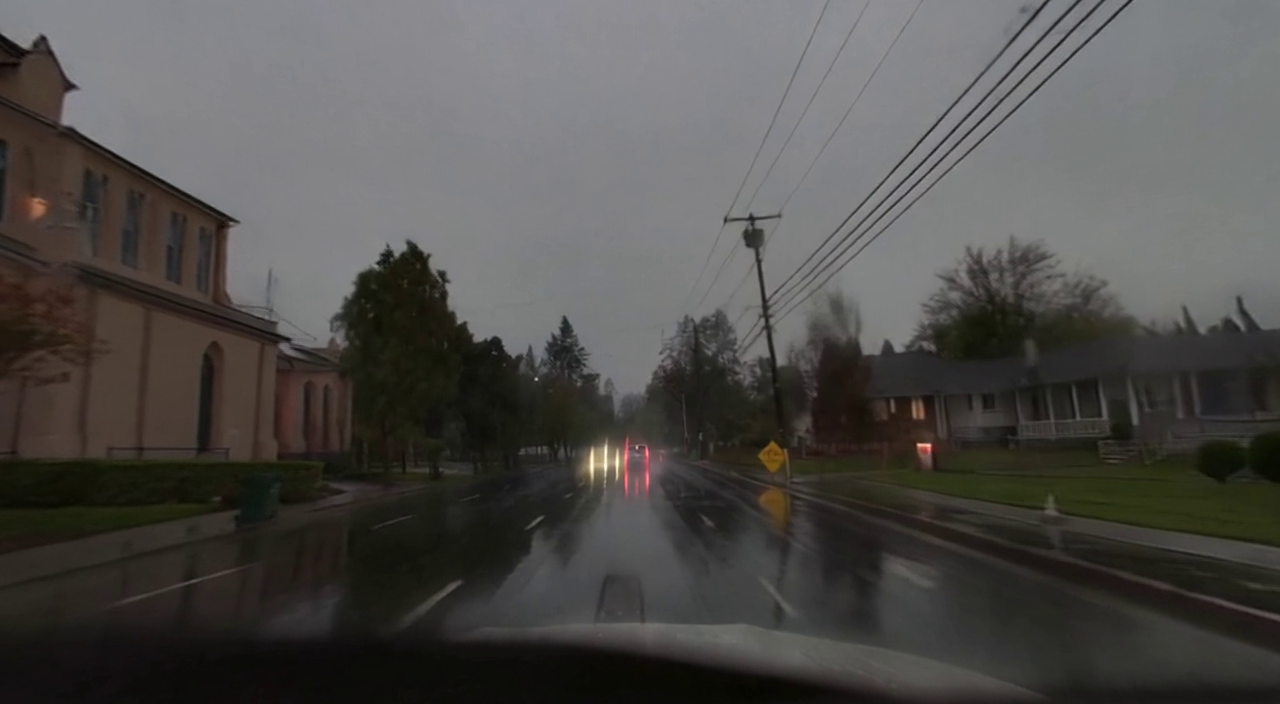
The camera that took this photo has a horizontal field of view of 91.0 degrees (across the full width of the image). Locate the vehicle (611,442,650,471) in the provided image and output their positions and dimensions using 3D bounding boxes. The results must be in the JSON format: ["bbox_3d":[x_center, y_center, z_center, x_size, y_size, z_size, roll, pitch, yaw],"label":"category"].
[{"bbox_3d":[-0.554,5.937,36.100,2.093,1.497,4.010,-1,-8,-1],"label":"vehicle"}]
